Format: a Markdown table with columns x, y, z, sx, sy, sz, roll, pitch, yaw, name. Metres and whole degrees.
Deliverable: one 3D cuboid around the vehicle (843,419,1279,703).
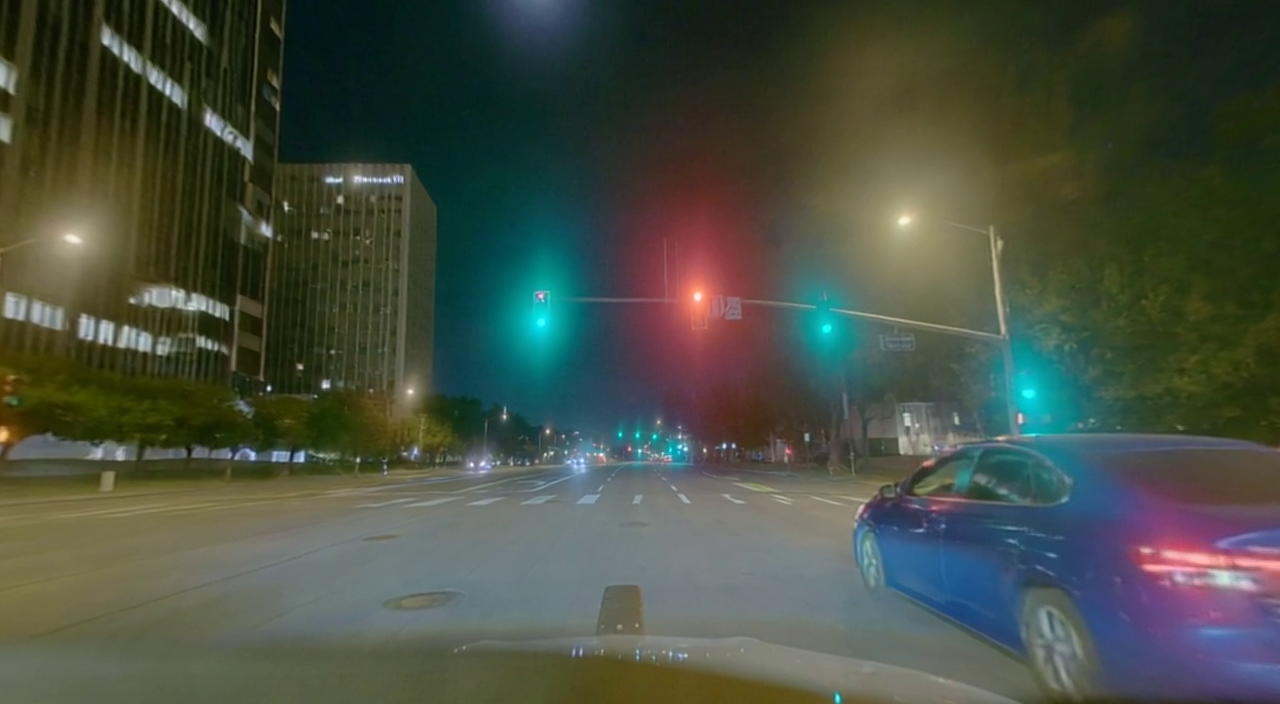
| x | y | z | sx | sy | sz | roll | pitch | yaw | name |
| --- | --- | --- | --- | --- | --- | --- | --- | --- | --- |
| 3.113 | 1.261 | 4.123 | 2.015 | 1.455 | 4.615 | 0 | -9 | 0 | vehicle |
